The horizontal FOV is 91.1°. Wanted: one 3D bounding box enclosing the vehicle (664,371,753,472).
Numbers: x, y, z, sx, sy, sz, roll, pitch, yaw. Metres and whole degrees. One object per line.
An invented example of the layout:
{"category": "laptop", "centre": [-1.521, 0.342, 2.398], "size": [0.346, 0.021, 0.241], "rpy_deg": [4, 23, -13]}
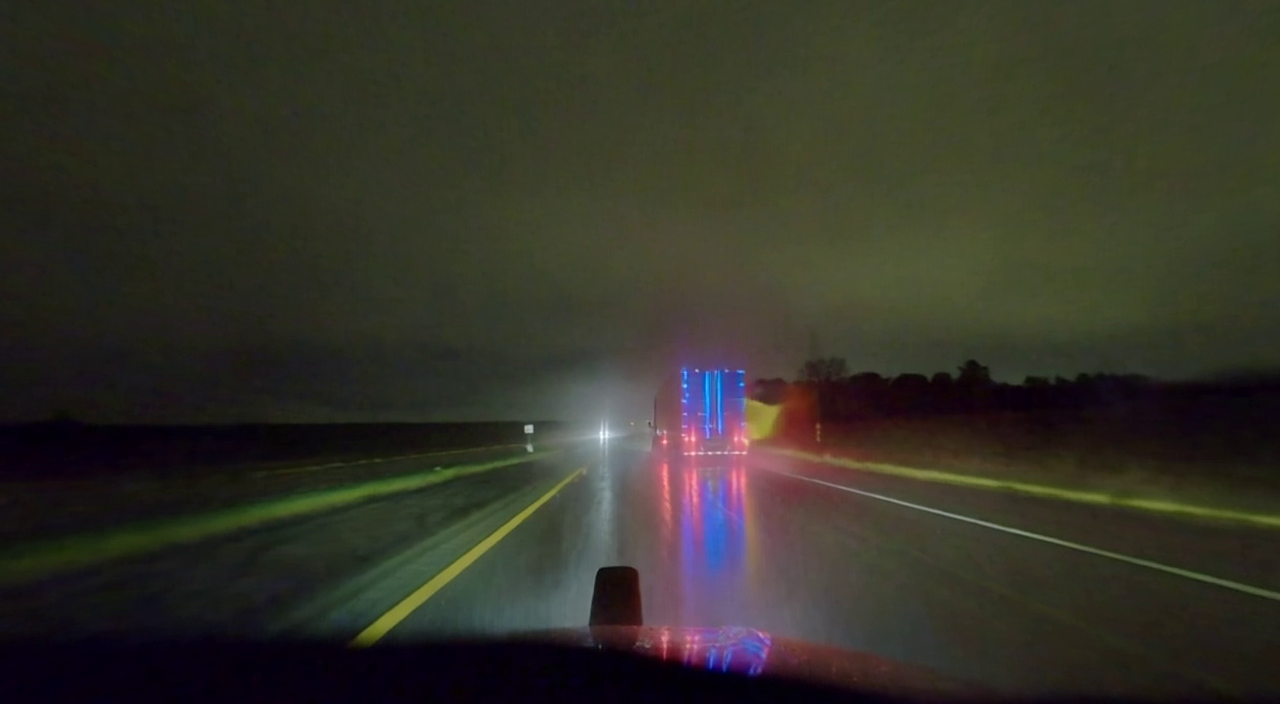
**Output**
{"category": "vehicle", "centre": [2.814, 3.233, 28.614], "size": [2.949, 3.877, 8.528], "rpy_deg": [0, -8, -1]}
